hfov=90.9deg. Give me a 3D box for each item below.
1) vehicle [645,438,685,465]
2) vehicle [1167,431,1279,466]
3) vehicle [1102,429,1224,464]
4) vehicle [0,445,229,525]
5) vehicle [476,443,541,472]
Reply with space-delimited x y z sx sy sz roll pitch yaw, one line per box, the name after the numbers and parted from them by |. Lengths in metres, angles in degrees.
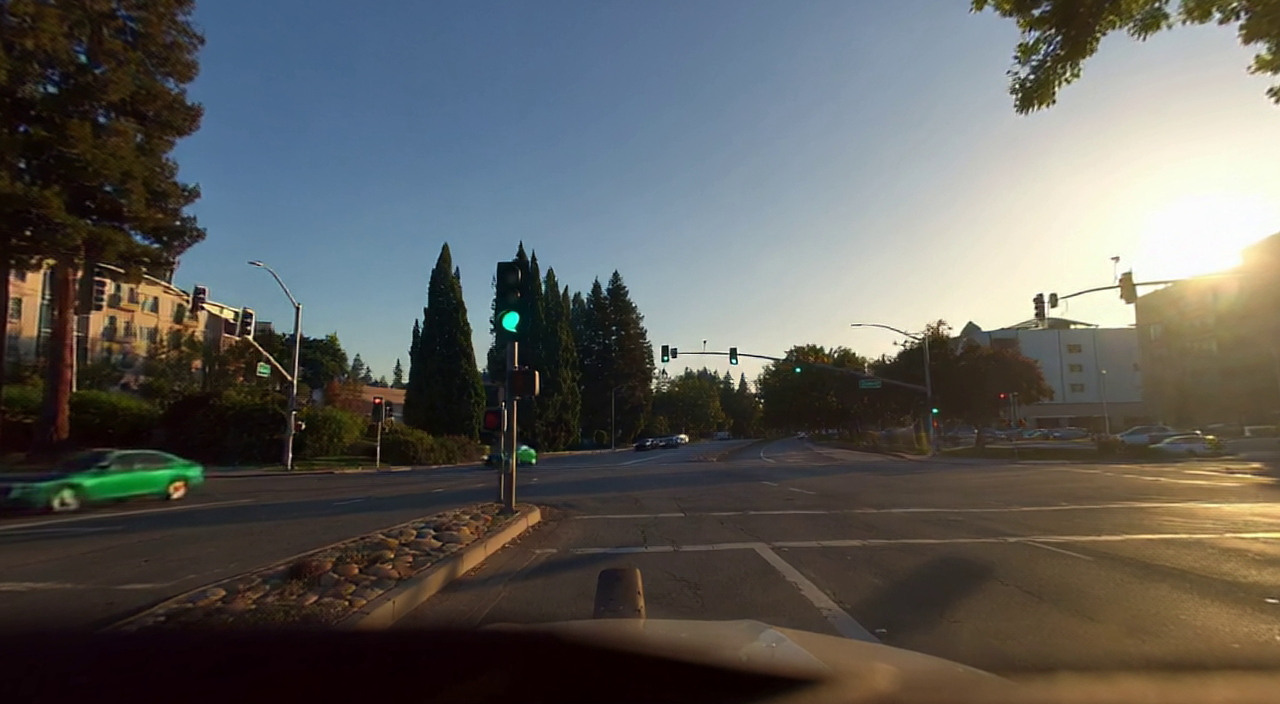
1.761 6.775 43.257 2.197 1.739 4.177 -2 -8 10 | vehicle
26.311 4.237 27.877 4.644 1.470 1.922 1 -8 -10 | vehicle
25.936 4.683 31.359 4.441 1.674 2.035 1 -8 -8 | vehicle
-12.346 2.932 14.701 2.046 1.515 4.852 -1 -8 4 | vehicle
-7.059 5.731 34.502 2.002 1.483 4.696 -1 -8 8 | vehicle
